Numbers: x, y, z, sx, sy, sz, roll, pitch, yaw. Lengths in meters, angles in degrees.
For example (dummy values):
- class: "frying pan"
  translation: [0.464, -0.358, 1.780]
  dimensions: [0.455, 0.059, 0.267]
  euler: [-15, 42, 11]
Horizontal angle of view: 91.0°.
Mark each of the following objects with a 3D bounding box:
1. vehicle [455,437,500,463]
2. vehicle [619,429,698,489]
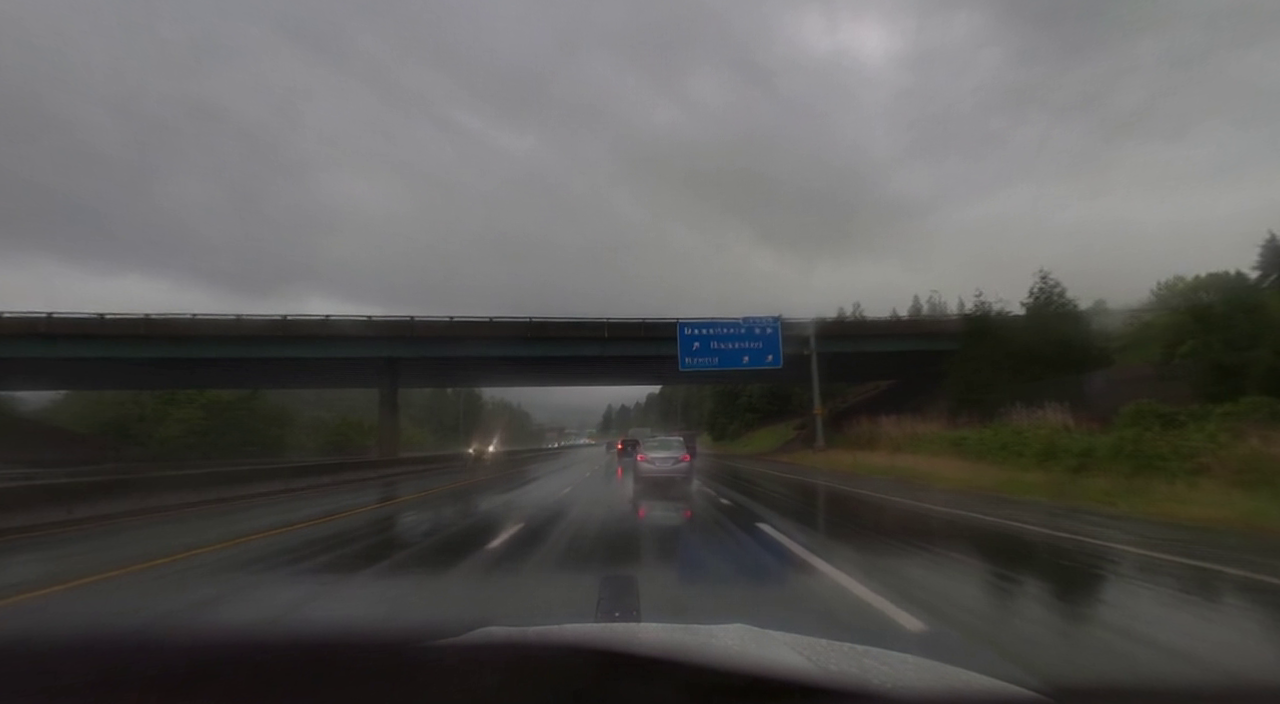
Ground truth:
- class: "vehicle"
  translation: [-12.012, 7.247, 46.731]
  dimensions: [2.082, 1.833, 4.755]
  euler: [-1, -8, 0]
- class: "vehicle"
  translation: [0.453, 3.246, 19.443]
  dimensions: [2.092, 1.636, 4.024]
  euler: [0, -8, -3]
